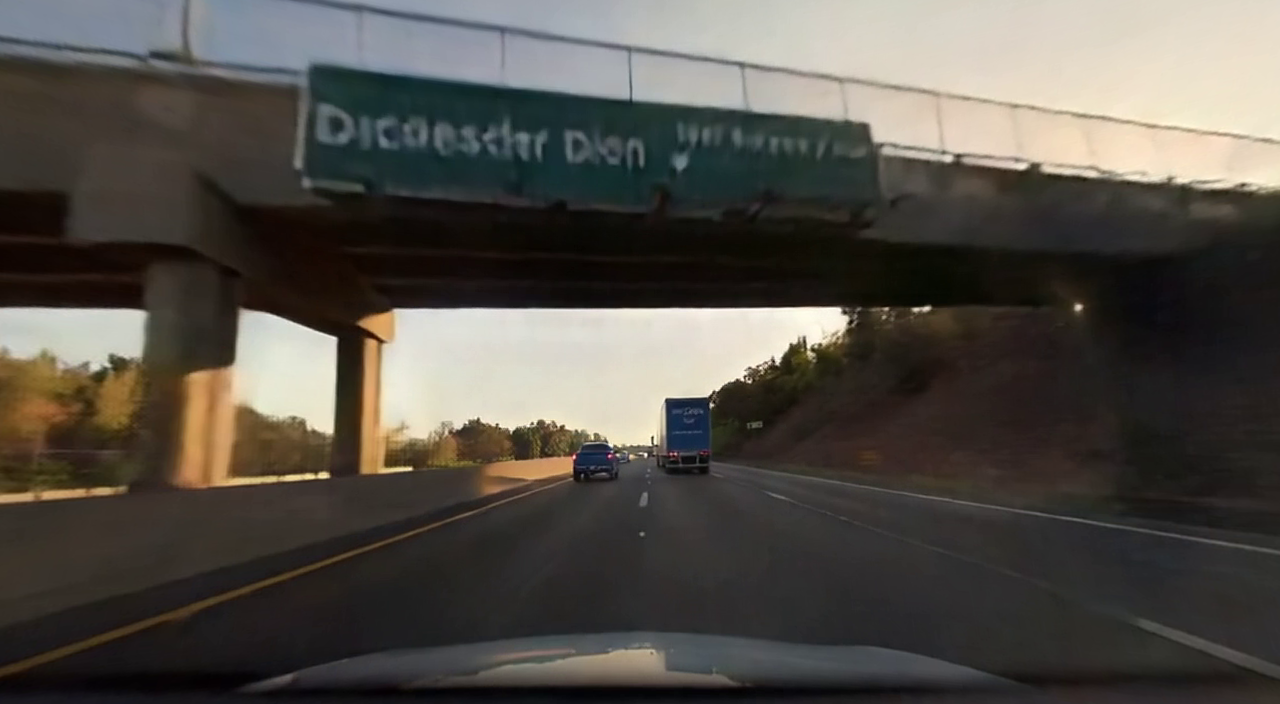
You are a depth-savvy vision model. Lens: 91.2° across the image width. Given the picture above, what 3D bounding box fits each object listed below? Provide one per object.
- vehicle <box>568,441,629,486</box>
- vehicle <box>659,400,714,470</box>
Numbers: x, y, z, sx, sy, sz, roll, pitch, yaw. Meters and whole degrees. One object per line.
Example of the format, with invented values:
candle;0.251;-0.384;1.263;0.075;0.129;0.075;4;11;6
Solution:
vehicle;-1.642;4.623;26.314;2.160;1.691;4.243;-1;-9;1
vehicle;3.035;6.130;45.193;3.167;4.180;14.924;1;-9;2
